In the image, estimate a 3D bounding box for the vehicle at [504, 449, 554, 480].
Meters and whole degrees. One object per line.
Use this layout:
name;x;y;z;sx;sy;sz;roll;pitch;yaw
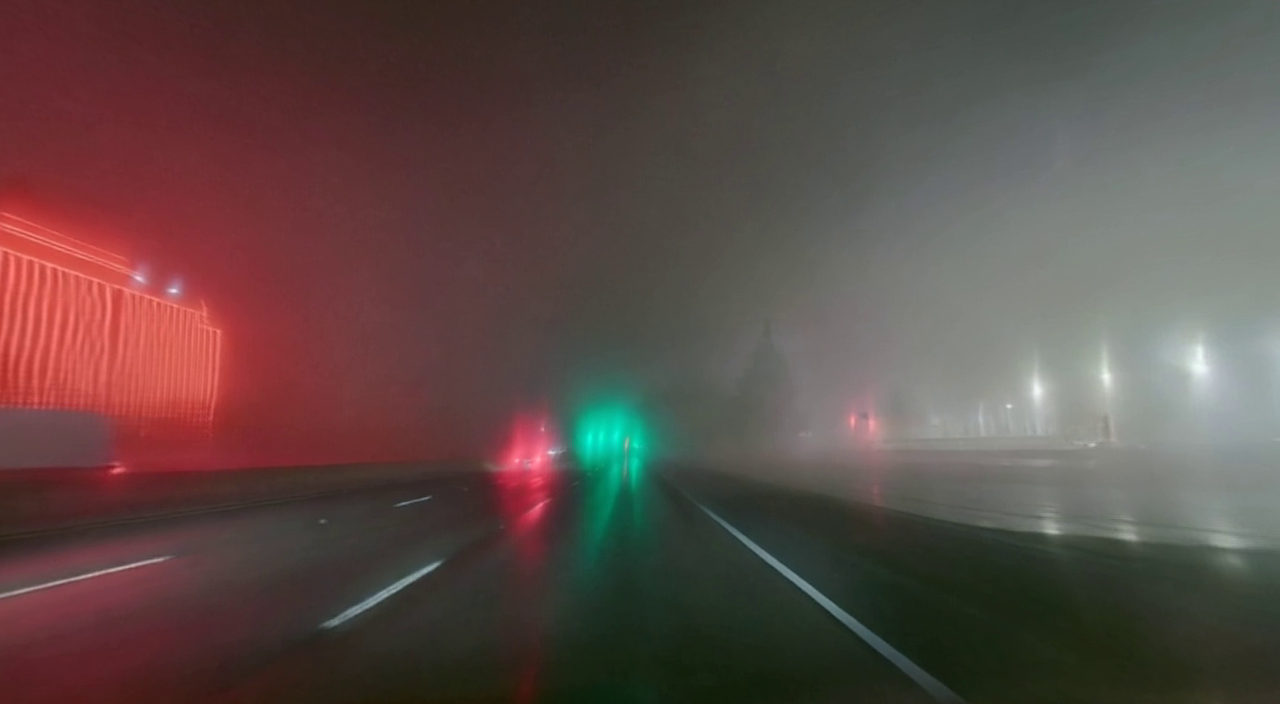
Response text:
vehicle;-5.873;5.997;33.986;1.943;1.510;4.201;0;-9;0

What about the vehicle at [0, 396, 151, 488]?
vehicle;-24.512;3.620;25.115;2.785;3.272;9.199;0;-9;-1
